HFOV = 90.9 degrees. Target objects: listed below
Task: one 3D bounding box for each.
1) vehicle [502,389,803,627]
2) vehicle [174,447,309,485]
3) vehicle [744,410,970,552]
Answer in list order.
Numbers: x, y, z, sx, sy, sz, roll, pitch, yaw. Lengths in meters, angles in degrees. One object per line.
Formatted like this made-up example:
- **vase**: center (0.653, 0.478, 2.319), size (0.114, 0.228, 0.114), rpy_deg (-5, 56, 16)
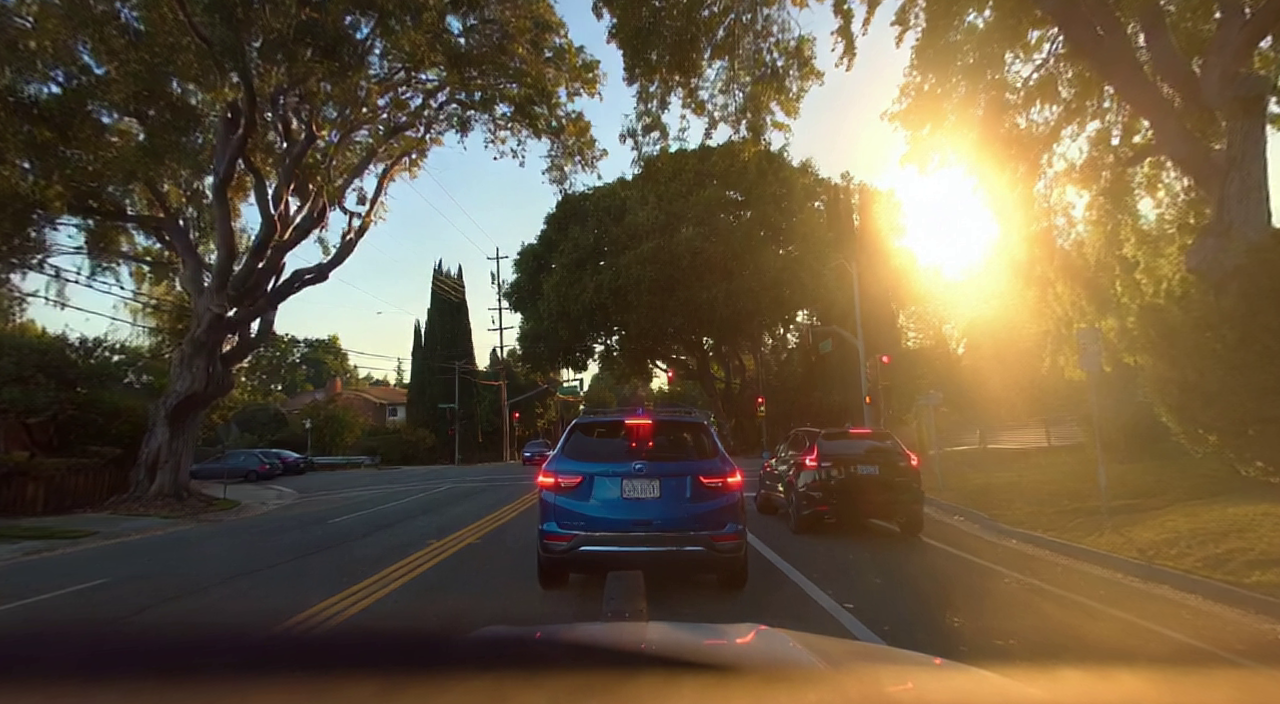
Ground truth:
- **vehicle**: center (0.062, 1.420, 6.654), size (2.151, 1.695, 4.100), rpy_deg (0, -8, -1)
- **vehicle**: center (-16.153, 4.632, 25.715), size (4.245, 1.446, 1.827), rpy_deg (0, -8, 1)
- **vehicle**: center (3.073, 1.924, 10.079), size (1.967, 1.756, 4.281), rpy_deg (0, -8, -1)
